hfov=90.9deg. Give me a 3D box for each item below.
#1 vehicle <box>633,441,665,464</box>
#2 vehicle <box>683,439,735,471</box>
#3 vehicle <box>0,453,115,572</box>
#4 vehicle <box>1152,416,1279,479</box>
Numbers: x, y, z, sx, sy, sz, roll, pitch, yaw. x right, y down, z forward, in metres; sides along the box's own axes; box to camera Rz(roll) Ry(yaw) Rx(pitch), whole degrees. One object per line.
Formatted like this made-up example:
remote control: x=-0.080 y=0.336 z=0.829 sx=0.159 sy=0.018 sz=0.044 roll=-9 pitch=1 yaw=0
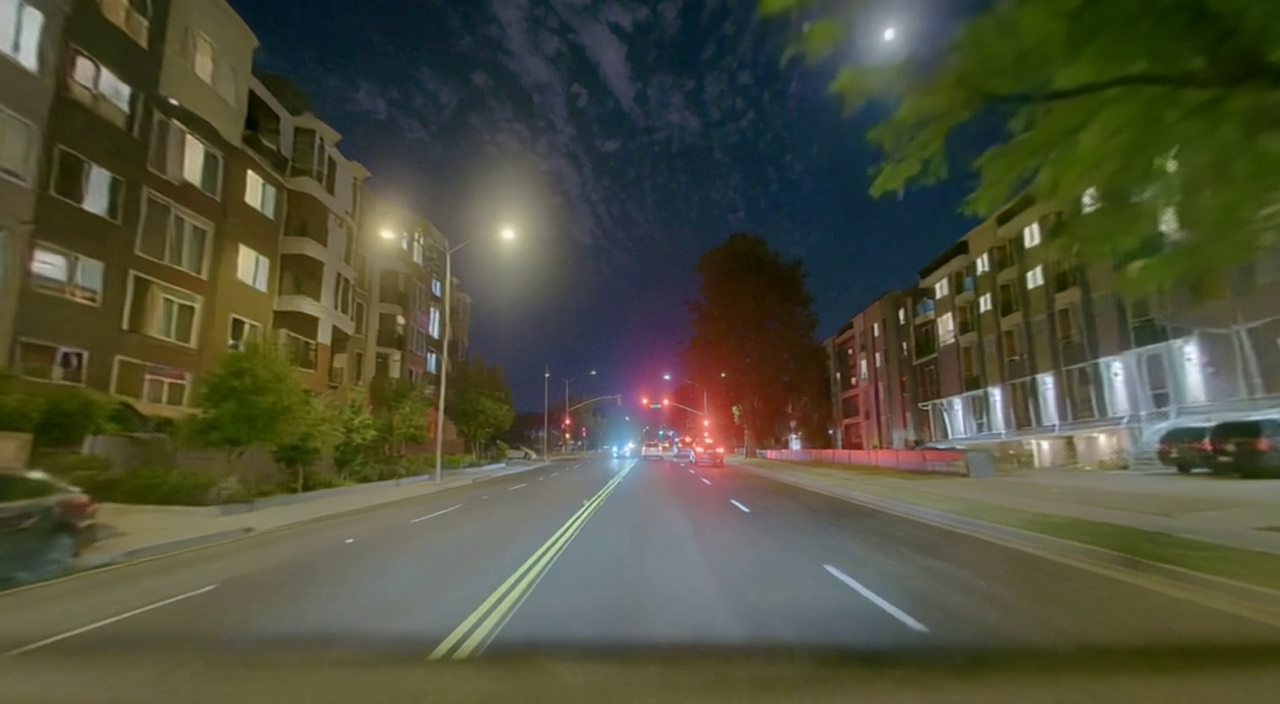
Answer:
vehicle: x=0.611 y=6.868 z=43.296 sx=2.097 sy=1.463 sz=4.043 roll=0 pitch=-9 yaw=0
vehicle: x=3.464 y=5.312 z=32.651 sx=2.078 sy=1.488 sz=4.741 roll=0 pitch=-9 yaw=-1
vehicle: x=-9.495 y=2.171 z=7.946 sx=1.933 sy=1.498 sz=4.446 roll=-4 pitch=-7 yaw=1
vehicle: x=19.526 y=3.081 z=20.471 sx=4.063 sy=1.912 sz=2.029 roll=1 pitch=-9 yaw=-6
